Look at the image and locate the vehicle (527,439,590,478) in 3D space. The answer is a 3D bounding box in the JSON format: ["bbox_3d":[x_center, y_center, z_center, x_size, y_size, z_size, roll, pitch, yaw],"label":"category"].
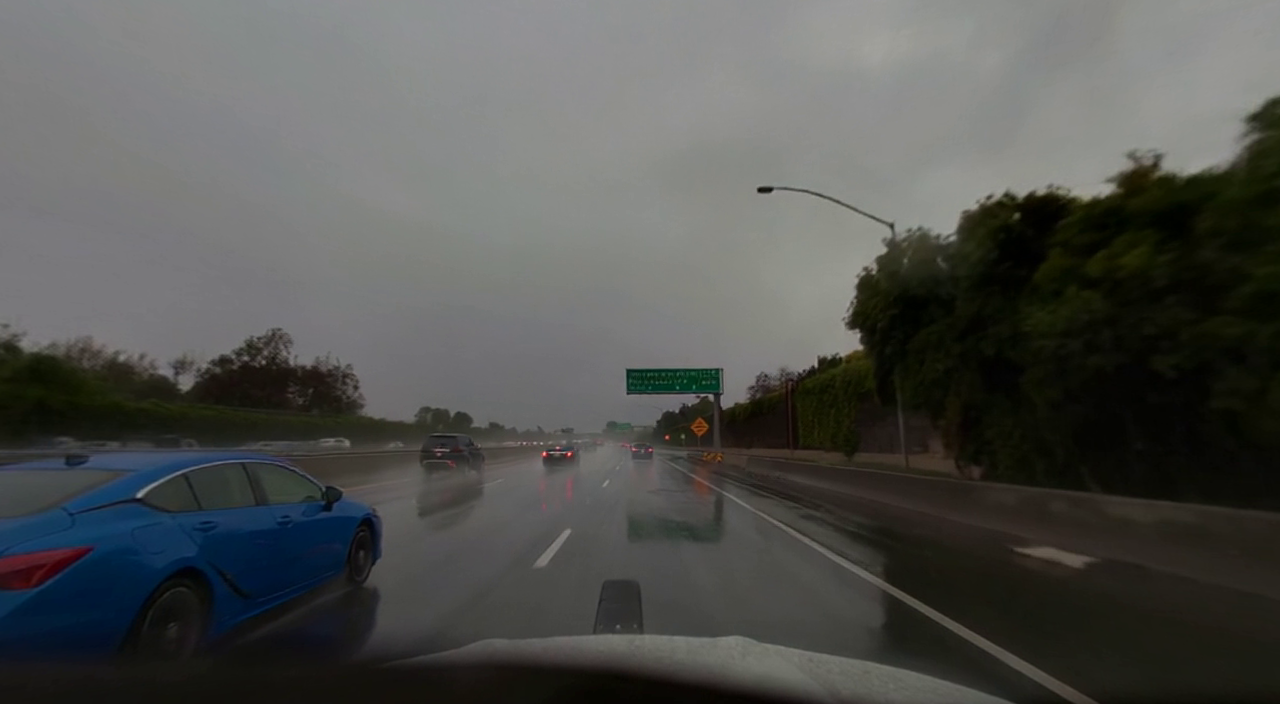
[{"bbox_3d":[-3.362,4.481,26.945,2.068,1.501,4.395,0,-8,0],"label":"vehicle"}]

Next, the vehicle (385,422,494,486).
[{"bbox_3d":[-6.972,3.617,22.668,2.171,1.982,5.246,0,-8,0],"label":"vehicle"}]

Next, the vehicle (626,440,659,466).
[{"bbox_3d":[0.112,6.417,40.263,2.018,1.508,4.087,0,-8,-1],"label":"vehicle"}]

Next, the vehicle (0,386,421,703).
[{"bbox_3d":[-3.318,1.194,4.359,2.025,1.506,4.429,0,-8,0],"label":"vehicle"}]
